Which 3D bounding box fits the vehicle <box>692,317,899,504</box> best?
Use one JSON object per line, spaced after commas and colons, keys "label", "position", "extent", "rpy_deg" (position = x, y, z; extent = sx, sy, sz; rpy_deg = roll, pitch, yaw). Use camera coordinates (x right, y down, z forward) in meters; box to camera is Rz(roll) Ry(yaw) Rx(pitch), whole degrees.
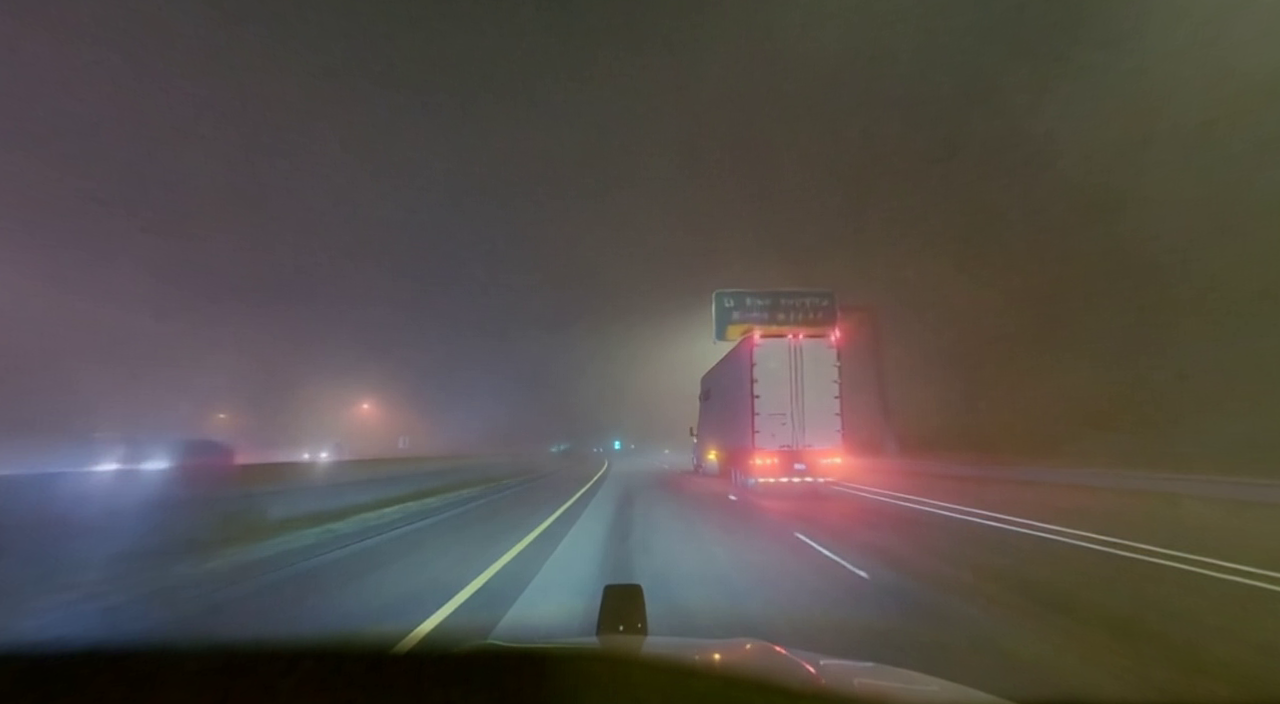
{"label": "vehicle", "position": [4.201, 2.571, 23.252], "extent": [2.932, 4.205, 18.253], "rpy_deg": [0, -8, 0]}

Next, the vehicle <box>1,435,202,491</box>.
{"label": "vehicle", "position": [-17.342, 3.572, 20.758], "extent": [2.313, 1.600, 4.867], "rpy_deg": [0, -8, 0]}
